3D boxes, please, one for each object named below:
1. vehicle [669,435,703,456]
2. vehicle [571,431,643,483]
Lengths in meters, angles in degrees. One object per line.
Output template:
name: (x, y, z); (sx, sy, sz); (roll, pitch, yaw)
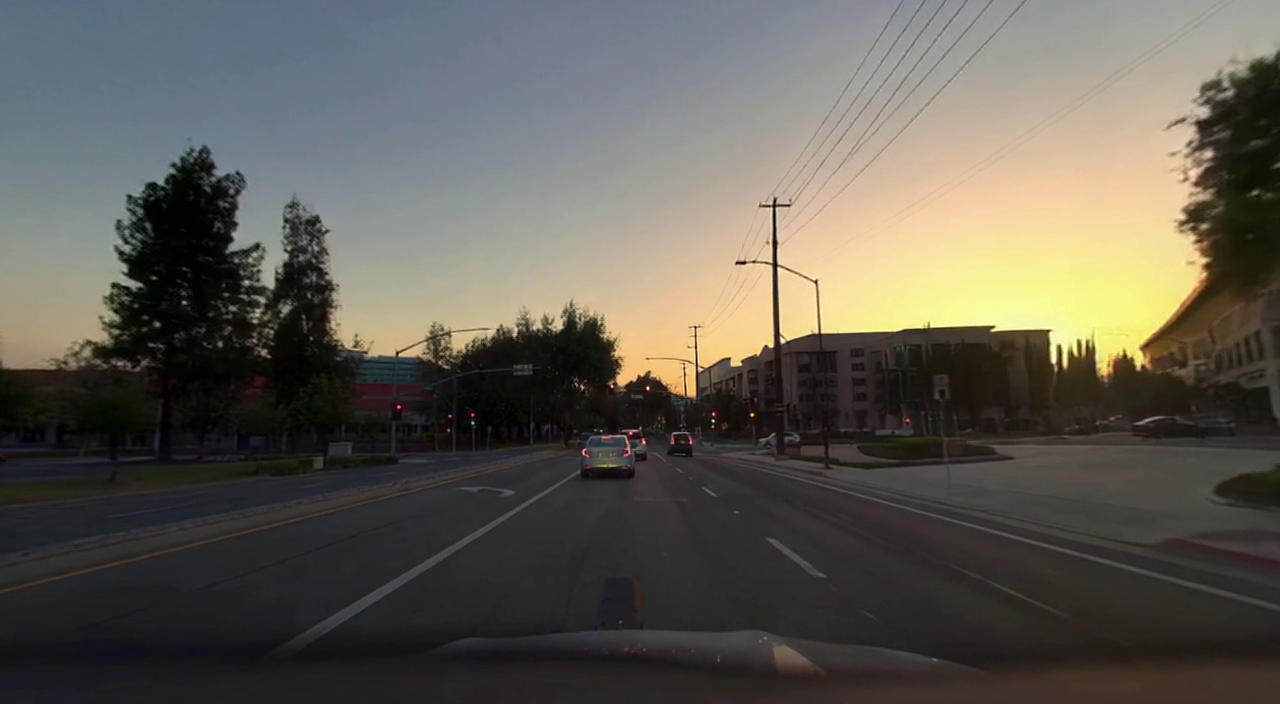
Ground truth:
vehicle: (3.331, 6.865, 46.321); (1.945, 1.470, 4.363); (0, -8, -2)
vehicle: (-0.960, 3.314, 20.232); (2.075, 1.470, 3.962); (0, -8, 0)
